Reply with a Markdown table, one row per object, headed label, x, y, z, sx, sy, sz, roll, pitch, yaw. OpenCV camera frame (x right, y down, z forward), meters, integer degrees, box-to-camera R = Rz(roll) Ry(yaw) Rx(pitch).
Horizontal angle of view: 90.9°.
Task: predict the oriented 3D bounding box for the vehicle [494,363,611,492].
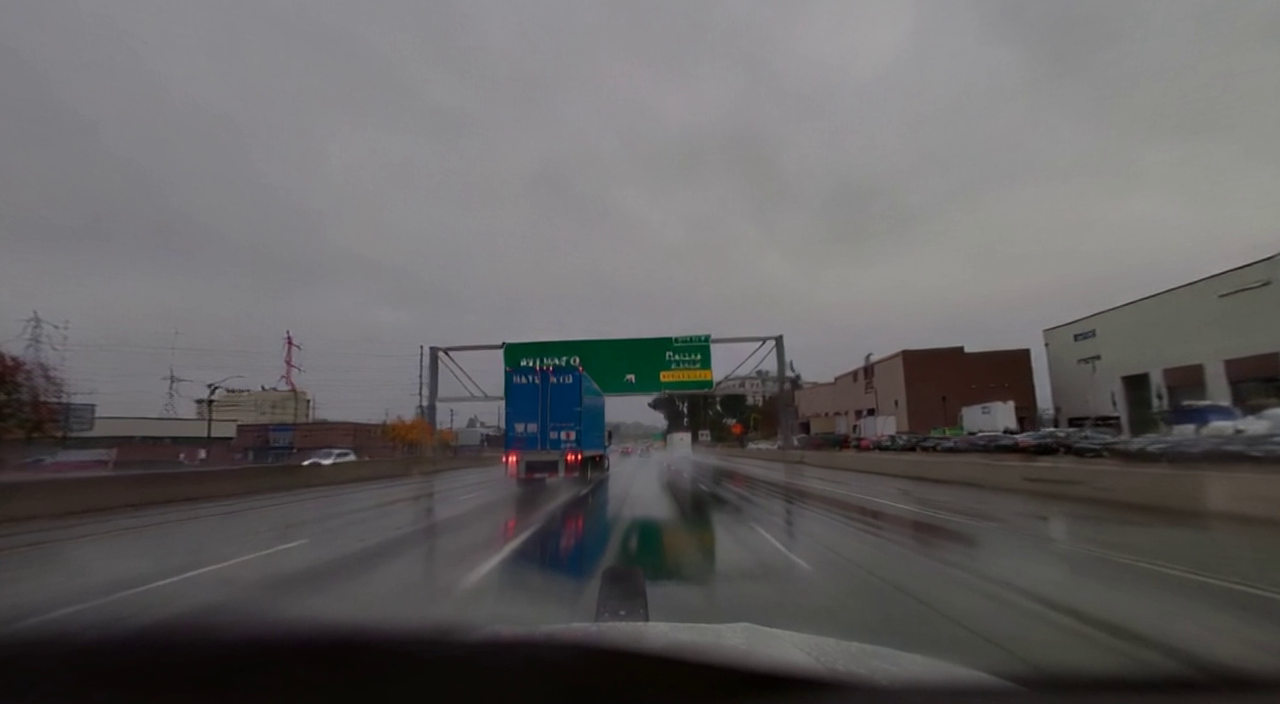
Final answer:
| label | x | y | z | sx | sy | sz | roll | pitch | yaw |
| --- | --- | --- | --- | --- | --- | --- | --- | --- | --- |
| vehicle | -2.997 | 2.976 | 24.508 | 2.977 | 4.048 | 8.890 | -1 | -8 | 2 |

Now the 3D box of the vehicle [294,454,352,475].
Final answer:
| label | x | y | z | sx | sy | sz | roll | pitch | yaw |
| --- | --- | --- | --- | --- | --- | --- | --- | --- | --- |
| vehicle | -24.826 | 8.801 | 49.535 | 2.111 | 1.503 | 4.460 | -1 | -9 | 2 |
